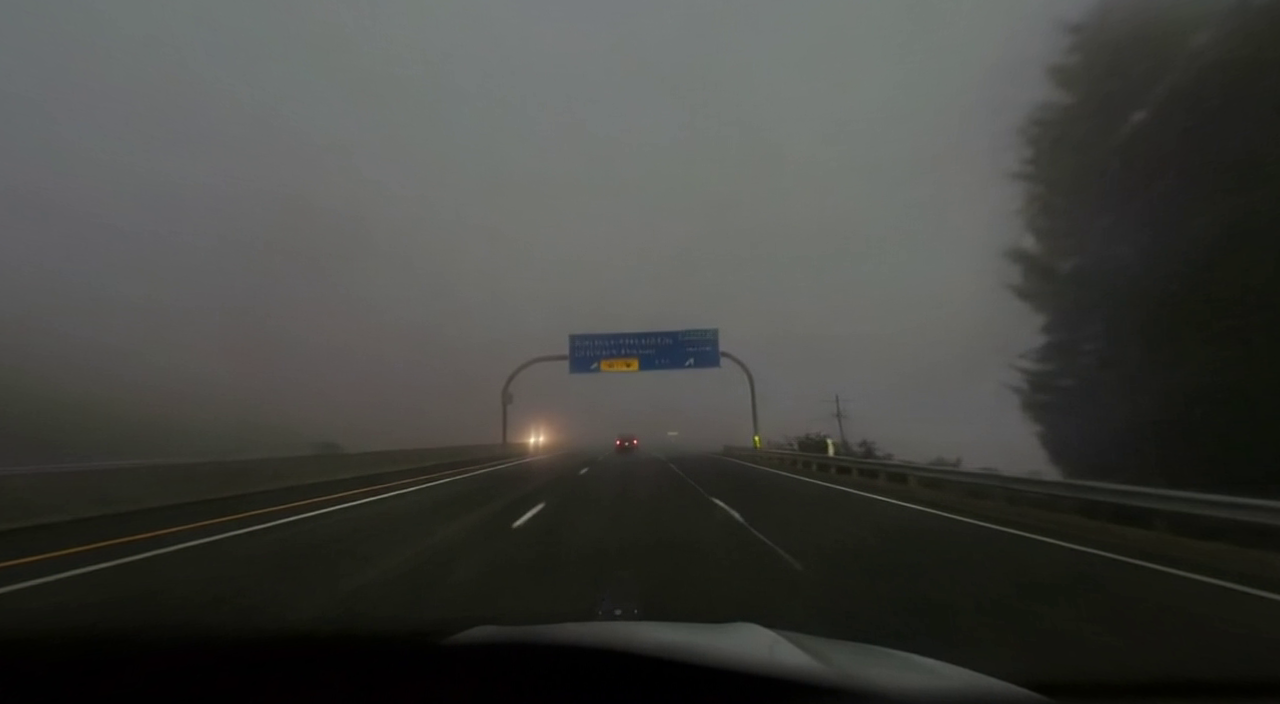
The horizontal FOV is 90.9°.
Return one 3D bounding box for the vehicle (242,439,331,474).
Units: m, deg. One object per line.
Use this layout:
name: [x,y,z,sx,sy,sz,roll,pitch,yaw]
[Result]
vehicle: [-17.468,5.162,31.436,2.024,1.571,4.254,0,-8,-1]
